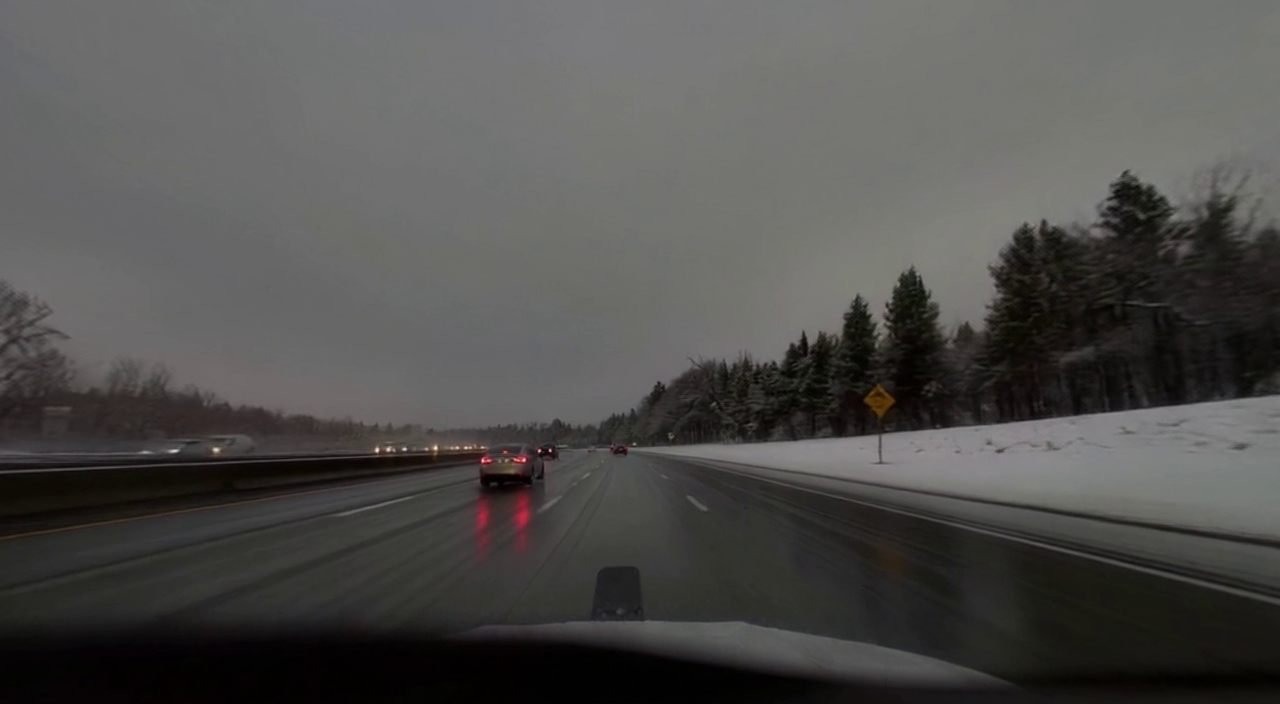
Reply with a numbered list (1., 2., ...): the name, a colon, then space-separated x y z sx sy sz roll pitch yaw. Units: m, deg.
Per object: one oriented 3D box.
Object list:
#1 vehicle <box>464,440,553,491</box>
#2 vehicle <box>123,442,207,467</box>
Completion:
1. vehicle: -4.315 3.813 21.539 2.073 1.516 4.478 0 -9 0
2. vehicle: -29.551 6.386 39.495 1.835 1.467 4.491 0 -9 -1
